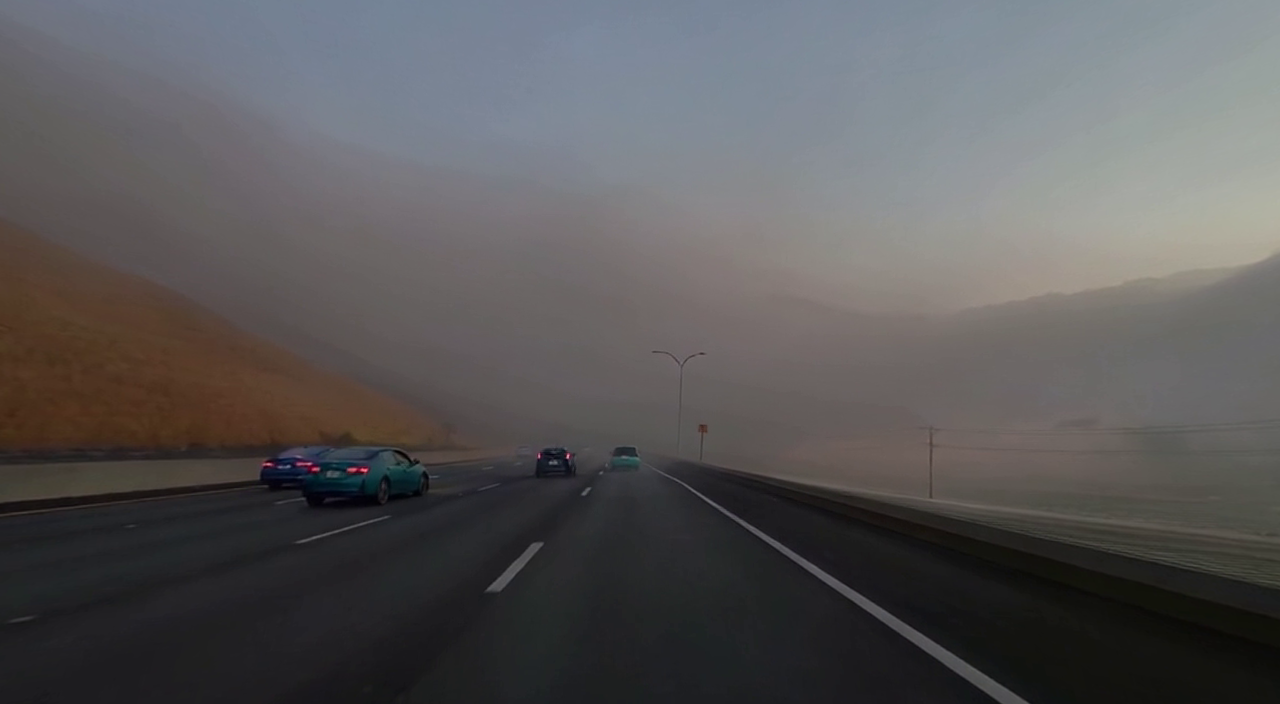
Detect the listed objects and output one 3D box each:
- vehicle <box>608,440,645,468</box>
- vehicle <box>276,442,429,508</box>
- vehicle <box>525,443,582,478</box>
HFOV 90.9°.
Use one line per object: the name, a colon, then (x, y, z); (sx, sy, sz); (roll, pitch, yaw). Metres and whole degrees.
vehicle: (-0.900, 6.528, 40.468); (2.225, 1.674, 4.044); (0, -8, -2)
vehicle: (-7.106, 3.044, 16.182); (1.991, 1.441, 4.265); (0, -8, -1)
vehicle: (-4.012, 5.072, 29.964); (2.144, 1.505, 4.649); (0, -8, -1)
